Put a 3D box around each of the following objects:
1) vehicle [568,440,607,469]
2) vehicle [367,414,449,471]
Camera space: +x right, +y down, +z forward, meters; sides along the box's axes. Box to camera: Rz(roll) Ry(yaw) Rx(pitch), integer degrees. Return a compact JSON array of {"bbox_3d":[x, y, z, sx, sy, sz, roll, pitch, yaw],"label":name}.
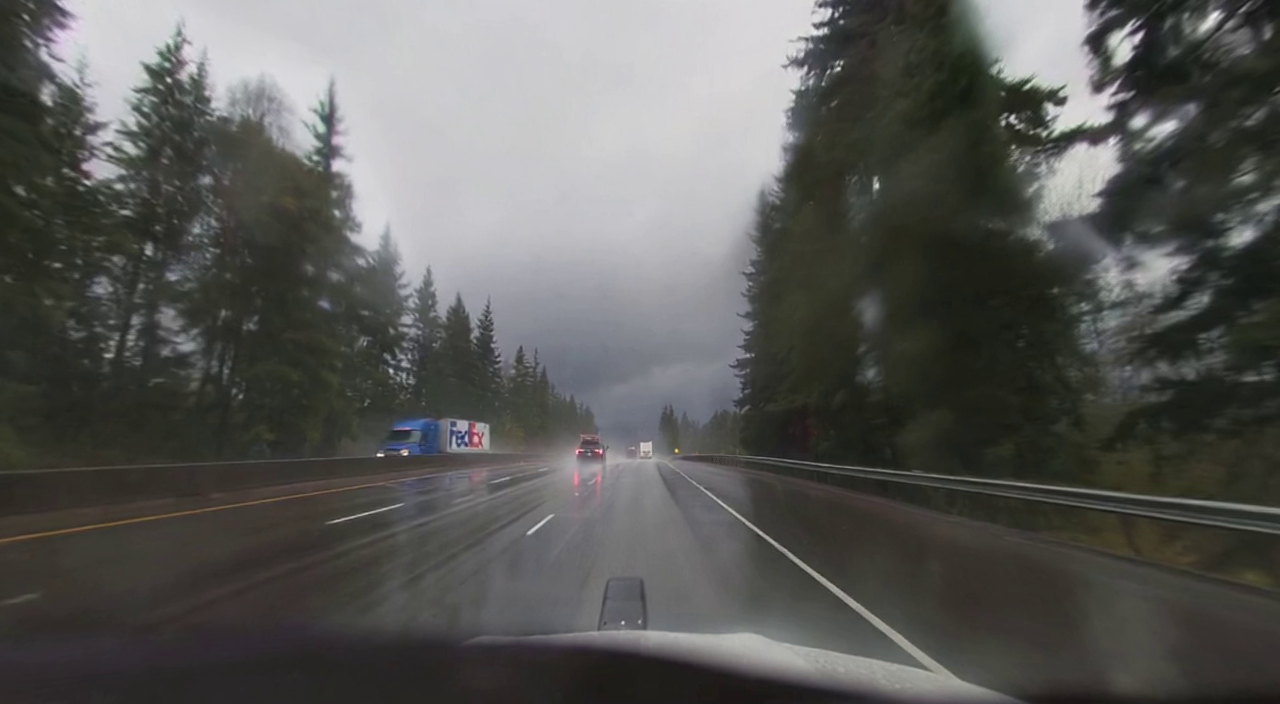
[{"bbox_3d":[-3.403,6.731,41.390,2.084,1.752,4.479,0,-8,1],"label":"vehicle"},{"bbox_3d":[-17.187,6.806,47.255,3.022,3.874,8.340,0,-8,0],"label":"vehicle"}]
